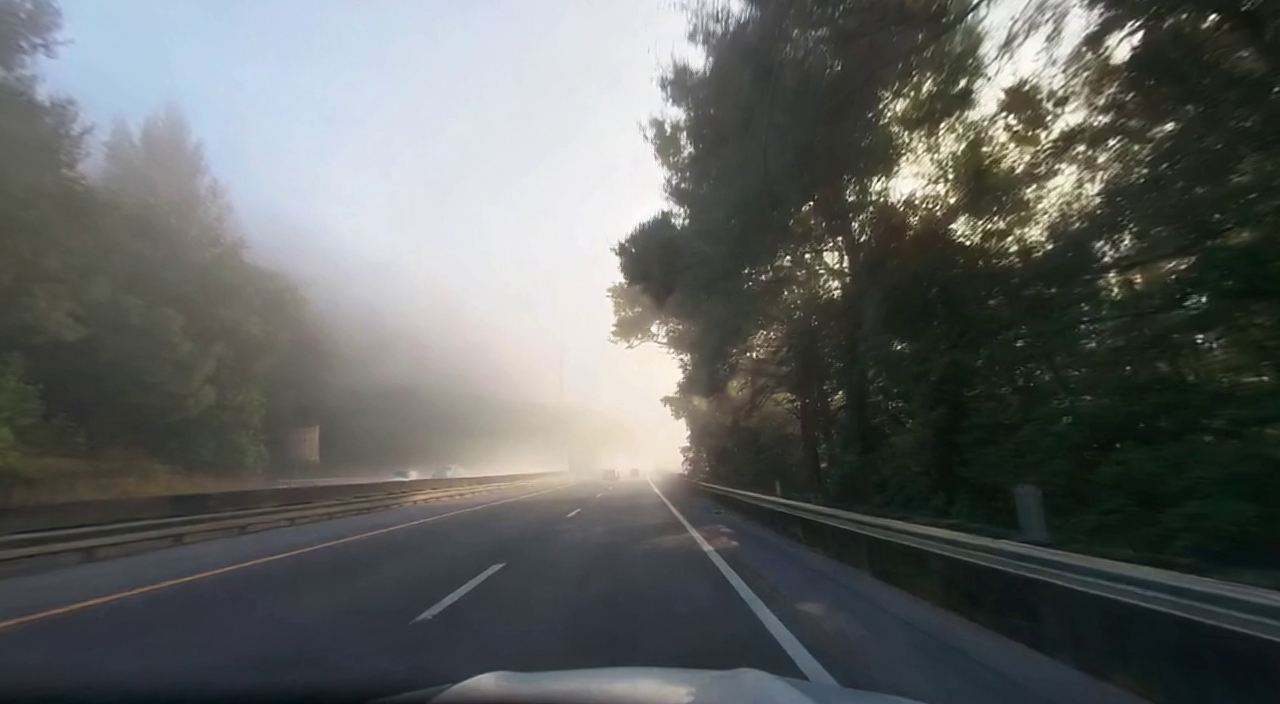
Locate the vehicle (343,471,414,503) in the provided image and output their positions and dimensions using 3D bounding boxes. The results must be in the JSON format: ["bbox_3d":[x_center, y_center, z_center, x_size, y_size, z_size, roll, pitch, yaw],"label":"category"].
[{"bbox_3d":[-12.459,6.426,30.304,1.654,1.386,4.117,1,-10,-1],"label":"vehicle"}]
